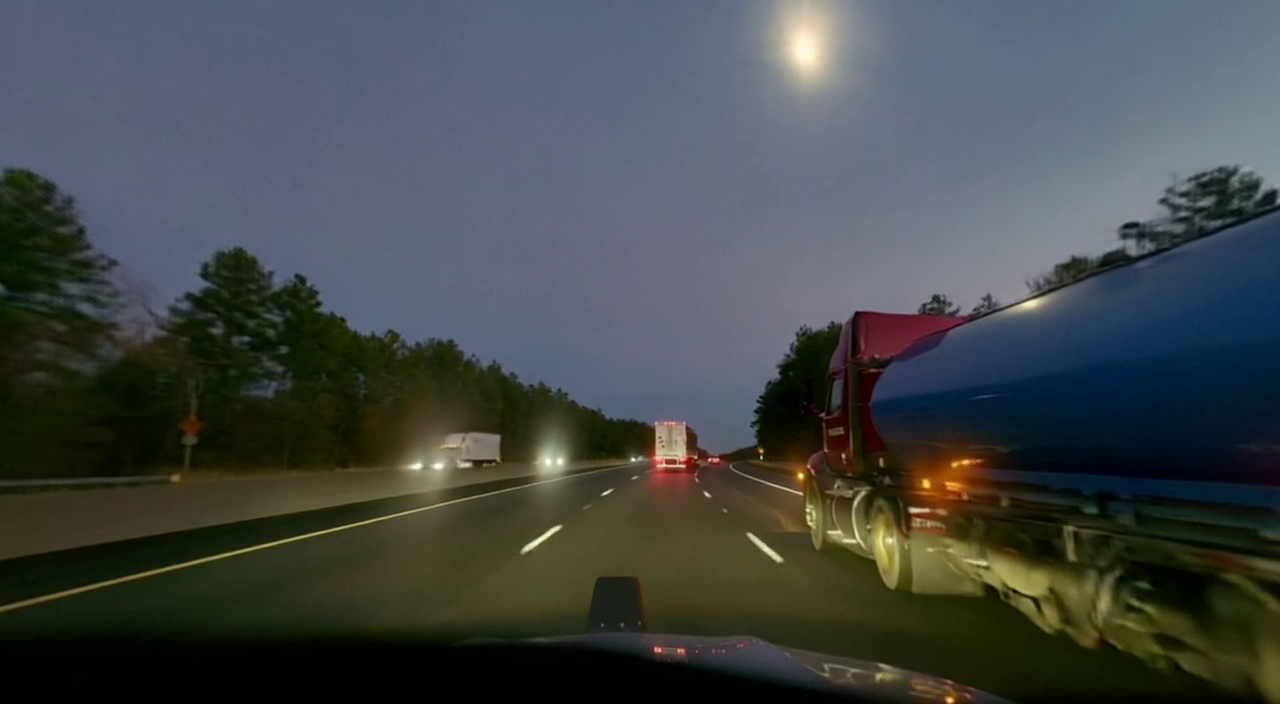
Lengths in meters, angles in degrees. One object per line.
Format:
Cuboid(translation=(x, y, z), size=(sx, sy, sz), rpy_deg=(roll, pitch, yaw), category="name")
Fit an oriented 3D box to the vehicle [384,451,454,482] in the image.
Cuboid(translation=(-12.161, 6.310, 35.011), size=(1.985, 1.526, 4.645), rpy_deg=(-1, -8, 3), category="vehicle")
